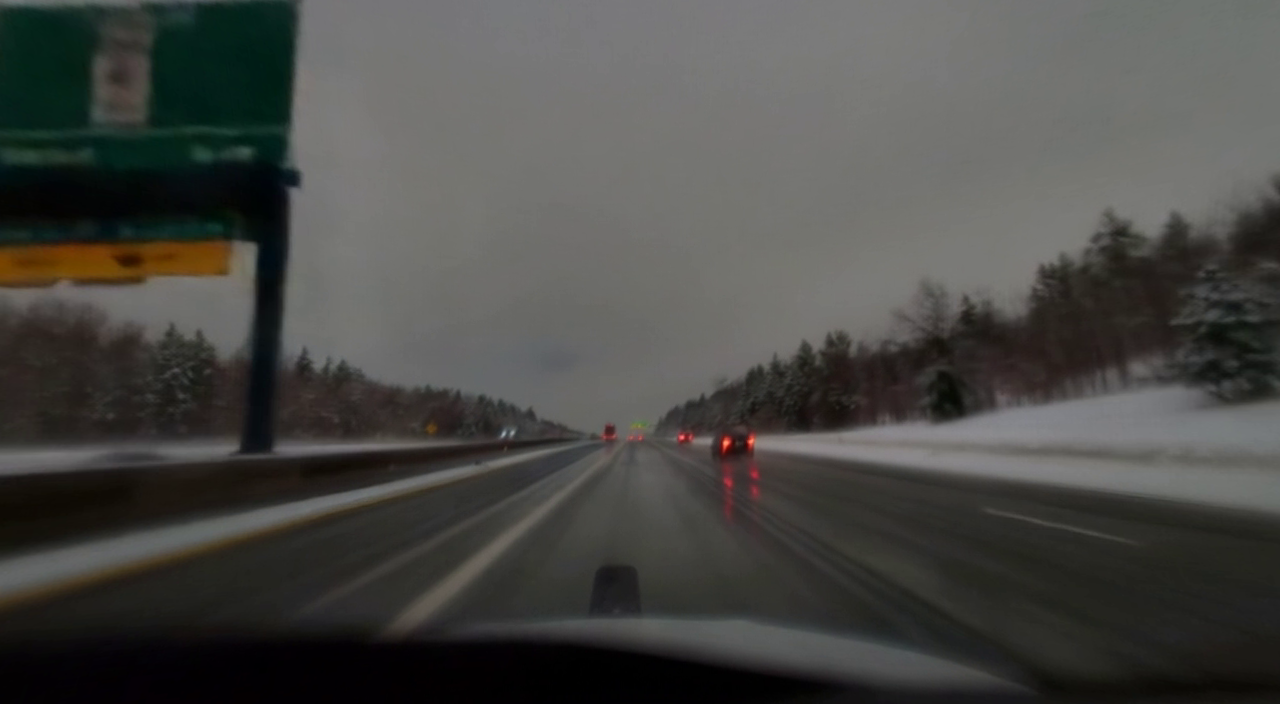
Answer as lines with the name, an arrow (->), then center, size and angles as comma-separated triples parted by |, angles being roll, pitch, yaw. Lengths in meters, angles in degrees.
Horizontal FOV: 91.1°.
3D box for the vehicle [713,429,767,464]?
vehicle -> 4.539, 4.354, 29.085 | 1.802, 1.492, 3.804 | 0, -8, -1
